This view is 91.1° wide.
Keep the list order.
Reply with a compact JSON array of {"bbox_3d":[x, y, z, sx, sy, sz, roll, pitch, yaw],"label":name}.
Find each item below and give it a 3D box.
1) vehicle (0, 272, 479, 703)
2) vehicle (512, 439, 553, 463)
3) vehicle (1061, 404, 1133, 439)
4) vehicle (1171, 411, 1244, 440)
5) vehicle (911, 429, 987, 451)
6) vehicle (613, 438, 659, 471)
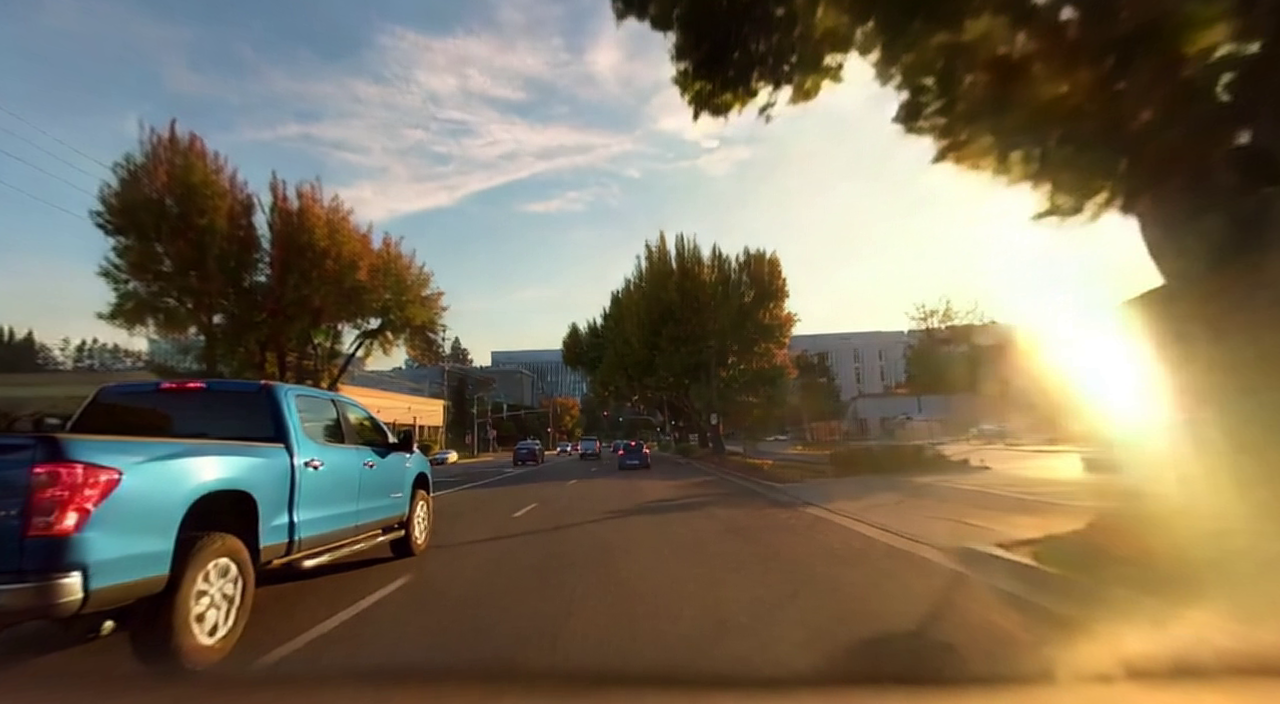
[{"bbox_3d":[-3.688,1.159,5.391,2.552,2.079,6.810,0,-8,2],"label":"vehicle"},{"bbox_3d":[-8.210,7.616,48.445,2.146,1.788,5.153,0,-8,1],"label":"vehicle"},{"bbox_3d":[34.795,5.347,47.771,5.297,2.323,2.378,6,-11,-31],"label":"vehicle"},{"bbox_3d":[35.407,4.581,39.119,4.773,1.647,2.003,4,-11,-33],"label":"vehicle"},{"bbox_3d":[22.701,6.503,46.145,4.767,1.443,1.978,-6,-10,29],"label":"vehicle"},{"bbox_3d":[-0.197,5.265,32.484,2.191,1.530,4.470,0,-8,0],"label":"vehicle"}]
